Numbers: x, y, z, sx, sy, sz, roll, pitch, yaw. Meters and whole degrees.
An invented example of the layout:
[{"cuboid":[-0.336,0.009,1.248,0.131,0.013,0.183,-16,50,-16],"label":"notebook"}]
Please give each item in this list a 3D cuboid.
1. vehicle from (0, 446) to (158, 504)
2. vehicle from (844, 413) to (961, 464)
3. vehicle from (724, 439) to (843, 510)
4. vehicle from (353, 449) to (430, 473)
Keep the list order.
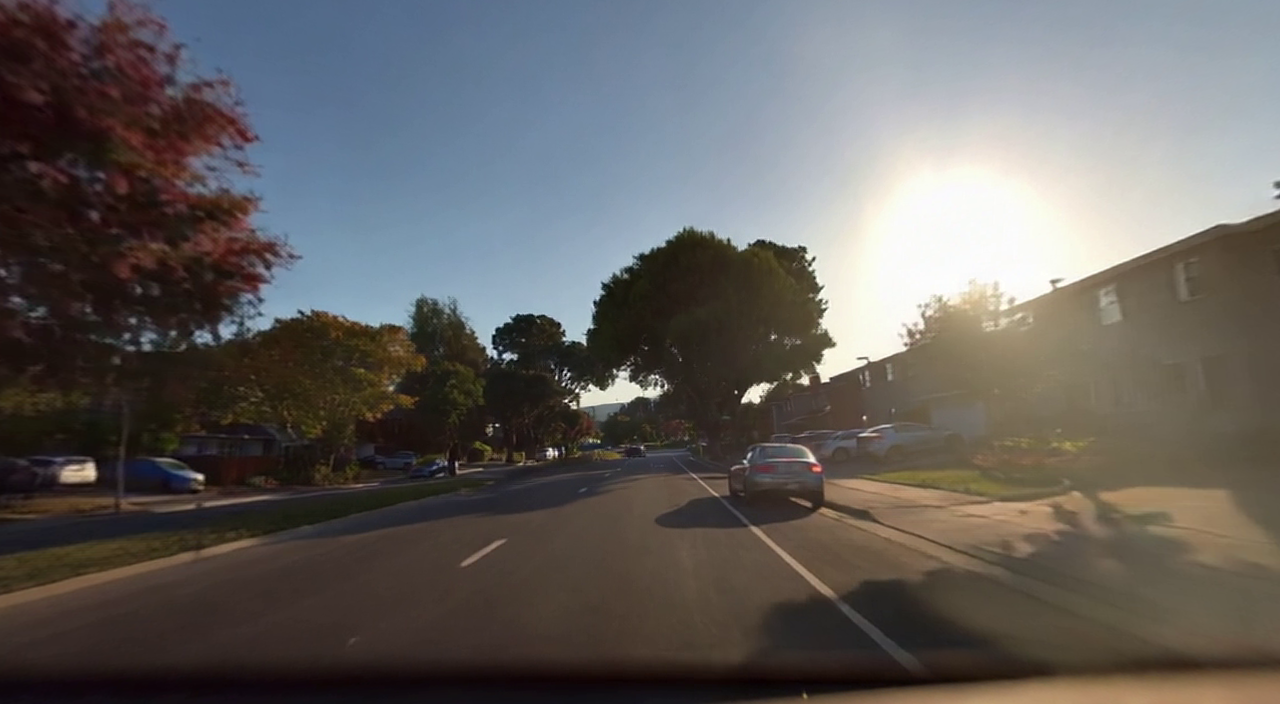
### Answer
[{"cuboid":[-21.265,4.482,23.285,4.912,1.936,2.355,2,-9,-2],"label":"vehicle"},{"cuboid":[11.219,3.678,26.927,4.591,1.867,2.057,2,-10,-31],"label":"vehicle"},{"cuboid":[3.297,2.889,15.445,2.016,1.477,4.207,0,-8,2],"label":"vehicle"},{"cuboid":[-19.366,8.489,49.347,5.044,1.782,2.152,-1,-8,3],"label":"vehicle"}]
